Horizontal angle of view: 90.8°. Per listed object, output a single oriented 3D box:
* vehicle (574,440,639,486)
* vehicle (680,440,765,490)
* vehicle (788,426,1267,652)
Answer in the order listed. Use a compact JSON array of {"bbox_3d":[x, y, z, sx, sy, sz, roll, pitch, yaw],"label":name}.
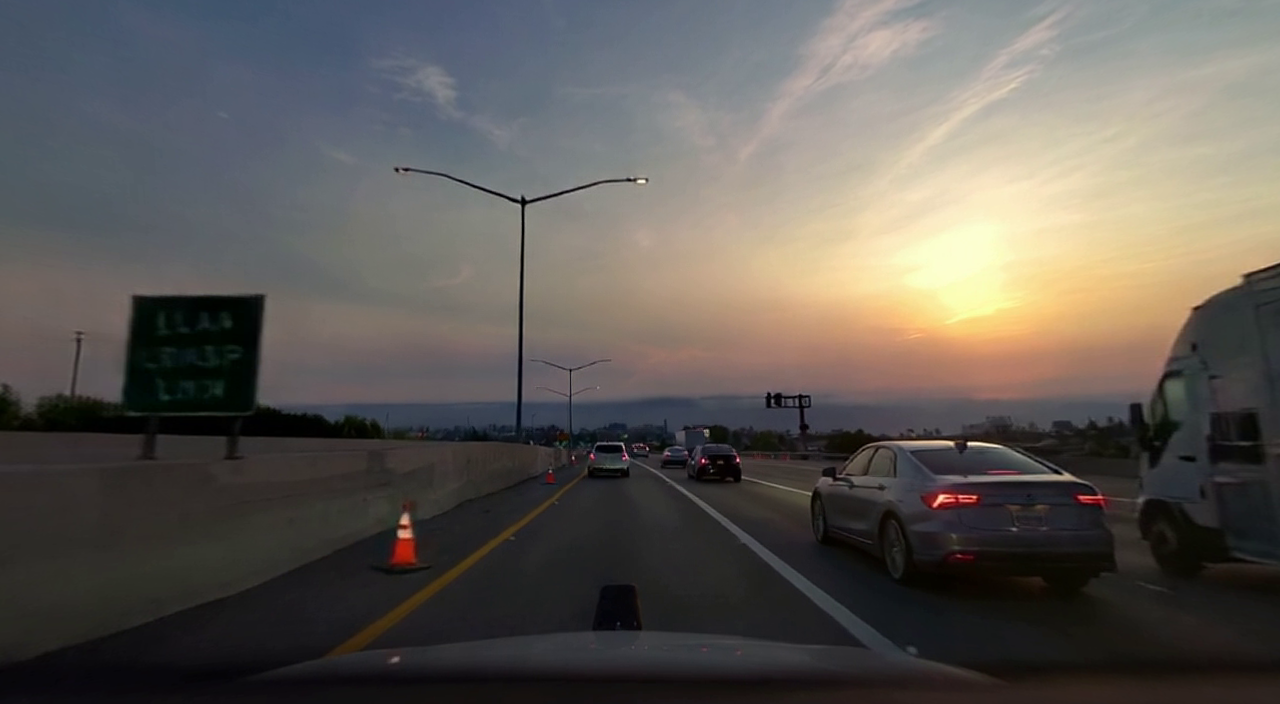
[{"bbox_3d":[-1.113,3.857,22.260,2.069,1.470,4.004,0,-9,-1],"label":"vehicle"},{"bbox_3d":[2.581,3.690,20.959,2.042,1.460,4.451,0,-9,-2],"label":"vehicle"},{"bbox_3d":[3.059,1.547,6.344,1.996,1.455,4.281,0,-9,-2],"label":"vehicle"}]
